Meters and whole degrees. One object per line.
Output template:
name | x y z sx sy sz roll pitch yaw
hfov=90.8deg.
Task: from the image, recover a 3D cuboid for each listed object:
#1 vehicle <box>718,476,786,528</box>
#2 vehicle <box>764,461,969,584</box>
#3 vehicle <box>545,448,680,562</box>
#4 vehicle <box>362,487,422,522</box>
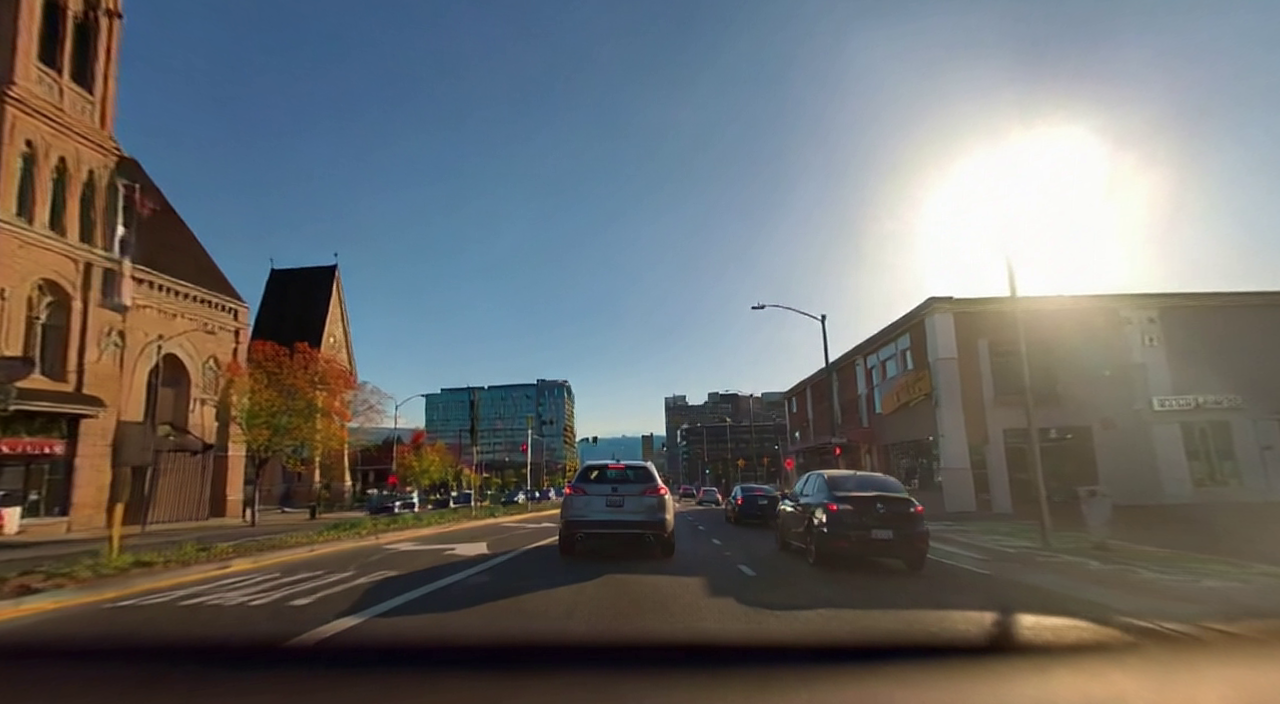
vehicle | 4.054 5.493 23.509 1.890 1.491 4.166 0 -8 2
vehicle | 3.420 2.631 10.591 1.883 1.472 4.471 0 -8 2
vehicle | -0.407 2.790 12.307 2.168 1.776 4.135 0 -8 1
vehicle | -15.874 9.786 40.717 1.901 1.532 4.733 -1 -6 1
